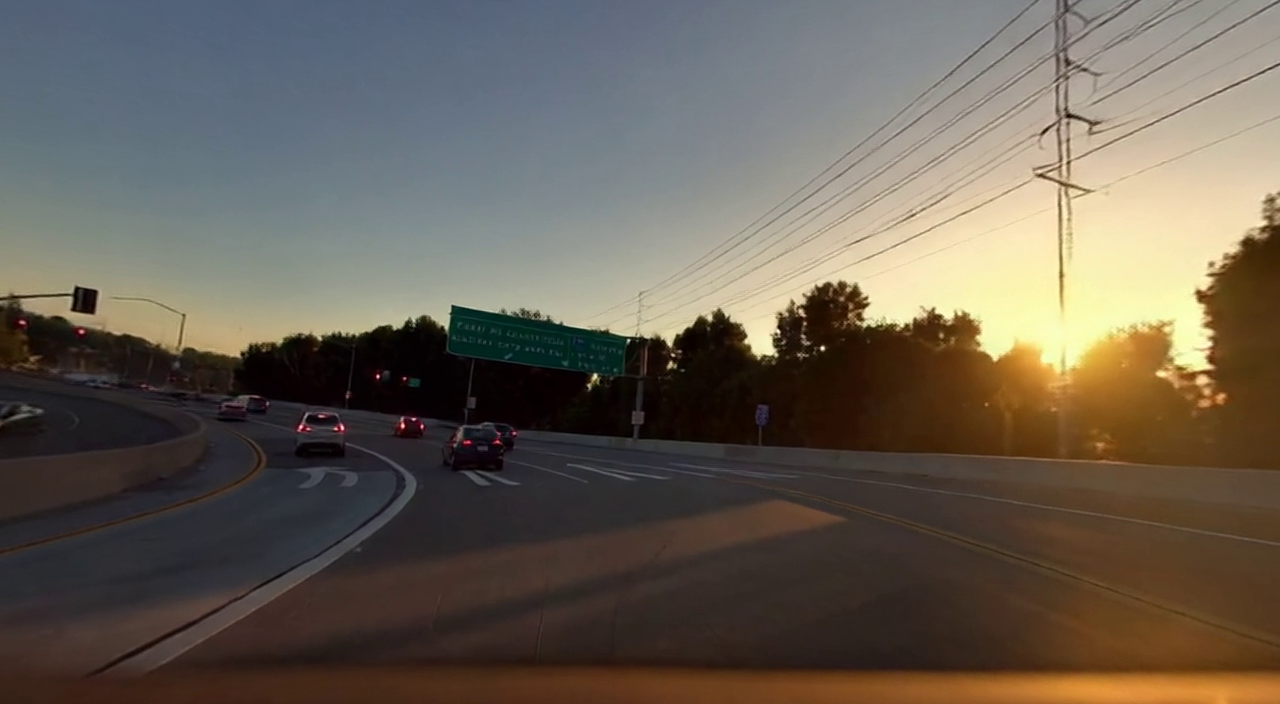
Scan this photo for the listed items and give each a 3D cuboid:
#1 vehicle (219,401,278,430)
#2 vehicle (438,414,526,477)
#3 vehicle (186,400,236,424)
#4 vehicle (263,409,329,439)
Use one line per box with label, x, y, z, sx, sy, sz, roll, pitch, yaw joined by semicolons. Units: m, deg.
vehicle;-25.686;4.211;41.301;4.285;1.747;2.076;-8;-11;42
vehicle;-5.067;2.929;19.805;2.140;1.724;4.304;3;-9;-21
vehicle;-31.252;4.401;45.878;4.459;1.486;1.763;-7;-11;40
vehicle;-19.384;4.109;35.444;2.033;1.501;4.623;8;-11;-42
